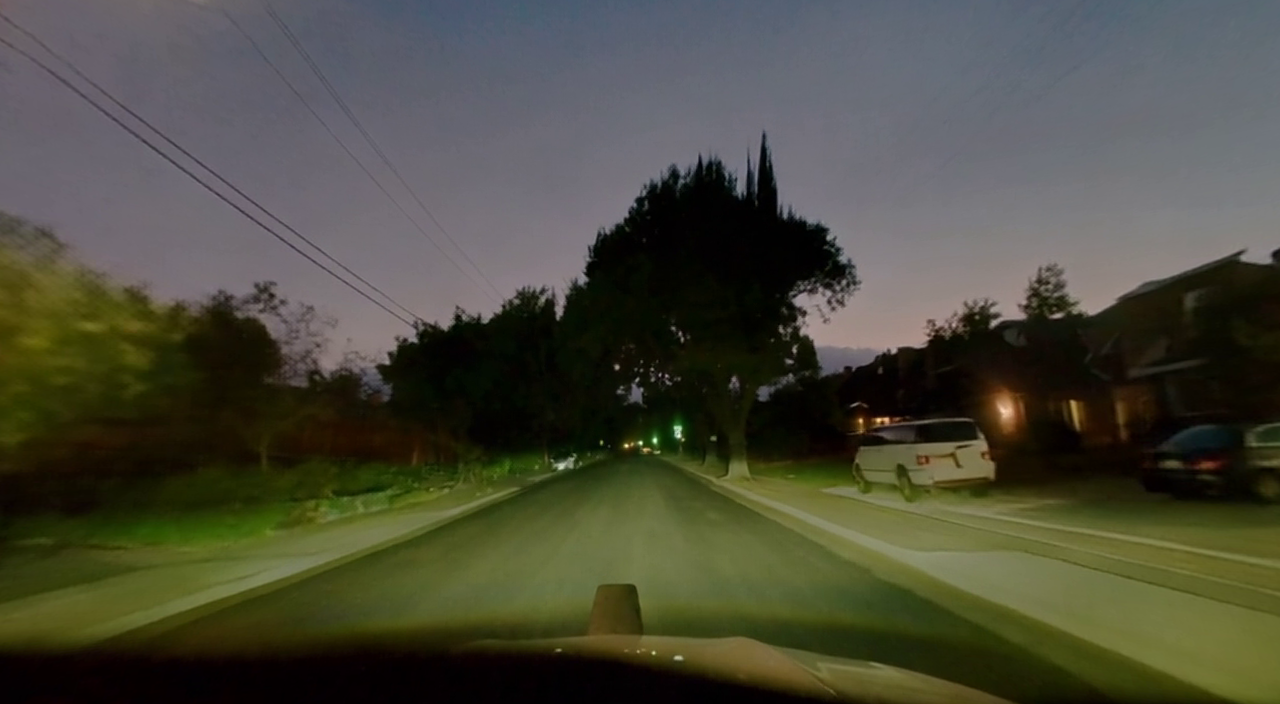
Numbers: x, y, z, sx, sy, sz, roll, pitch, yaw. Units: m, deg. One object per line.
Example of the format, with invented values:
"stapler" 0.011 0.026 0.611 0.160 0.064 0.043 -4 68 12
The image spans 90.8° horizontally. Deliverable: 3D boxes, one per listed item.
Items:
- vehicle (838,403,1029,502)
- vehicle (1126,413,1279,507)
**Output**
"vehicle" 6.966 2.487 15.794 2.233 1.923 4.848 -4 -9 -1
"vehicle" 11.594 1.888 11.224 4.300 1.490 1.916 0 -9 -1
